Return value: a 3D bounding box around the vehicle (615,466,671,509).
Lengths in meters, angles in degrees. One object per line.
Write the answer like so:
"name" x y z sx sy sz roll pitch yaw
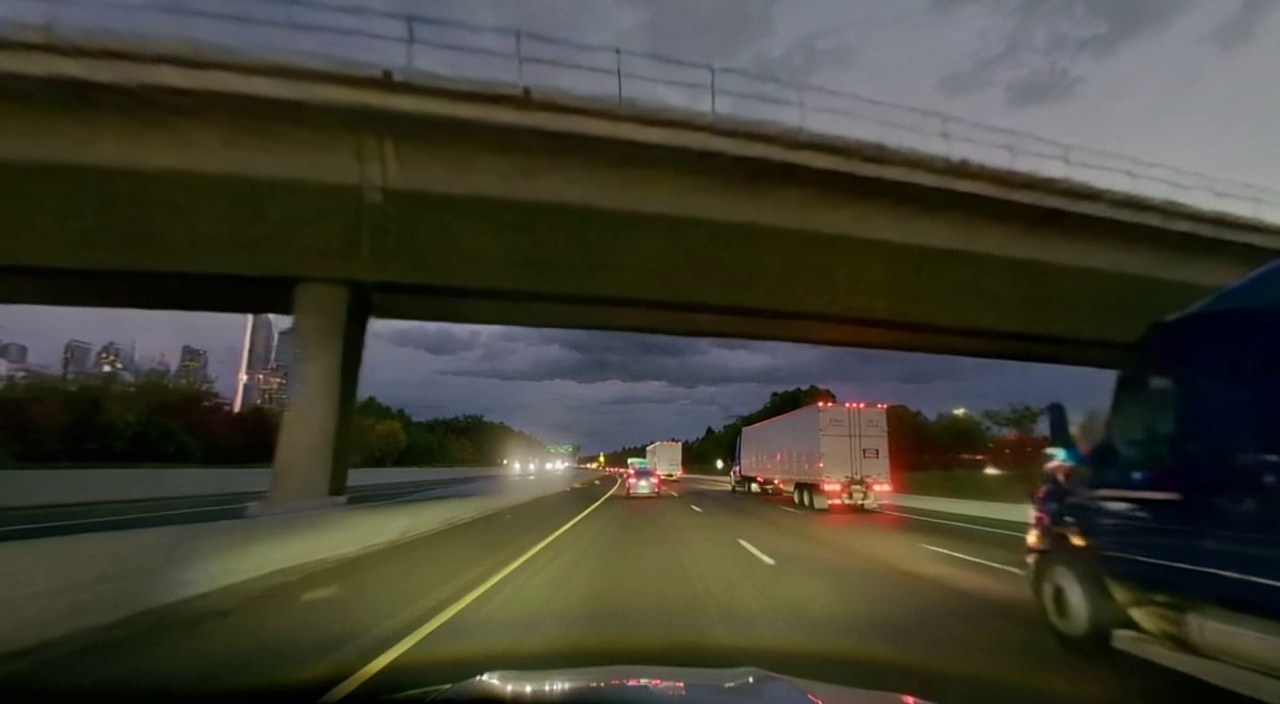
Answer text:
"vehicle" 0.130 5.404 25.414 2.067 1.552 3.601 1 -11 0

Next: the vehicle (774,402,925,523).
"vehicle" 7.321 4.151 23.561 2.839 3.684 8.091 1 -11 0
